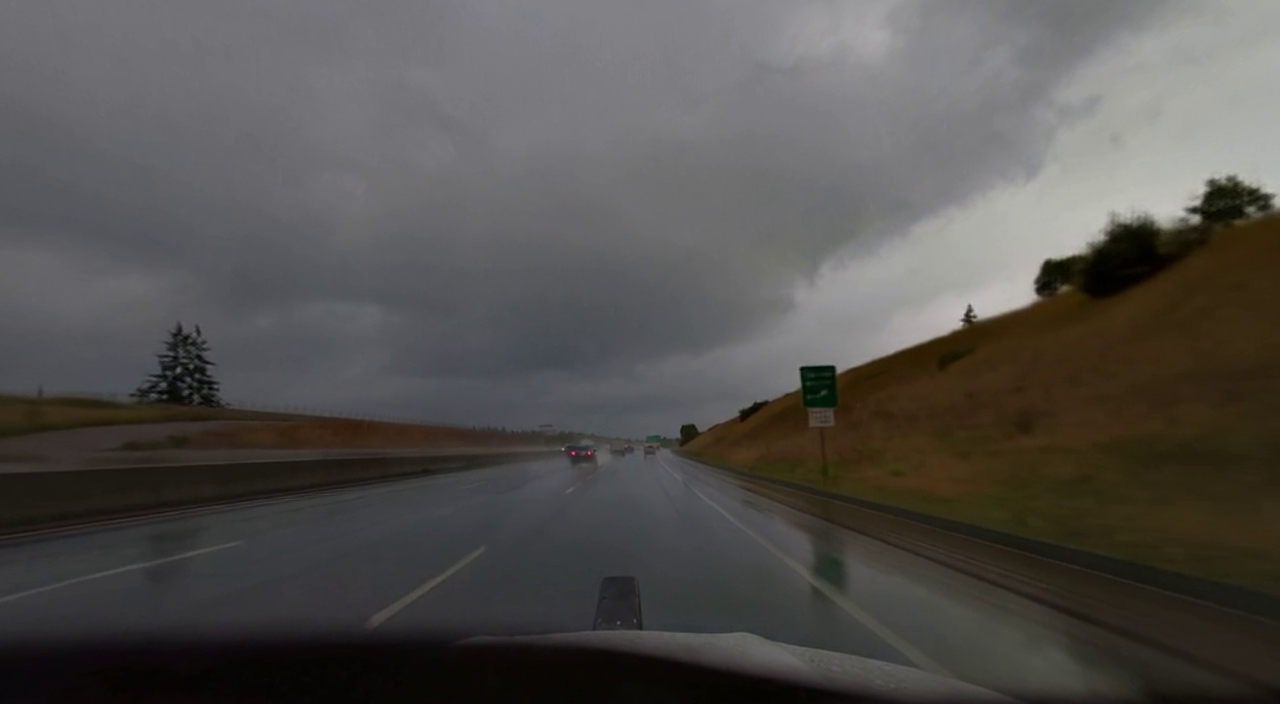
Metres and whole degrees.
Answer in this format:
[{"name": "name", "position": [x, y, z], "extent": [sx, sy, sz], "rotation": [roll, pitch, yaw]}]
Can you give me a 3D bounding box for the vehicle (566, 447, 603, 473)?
[{"name": "vehicle", "position": [-3.300, 6.509, 37.917], "extent": [1.895, 1.482, 3.852], "rotation": [0, -9, 1]}]
